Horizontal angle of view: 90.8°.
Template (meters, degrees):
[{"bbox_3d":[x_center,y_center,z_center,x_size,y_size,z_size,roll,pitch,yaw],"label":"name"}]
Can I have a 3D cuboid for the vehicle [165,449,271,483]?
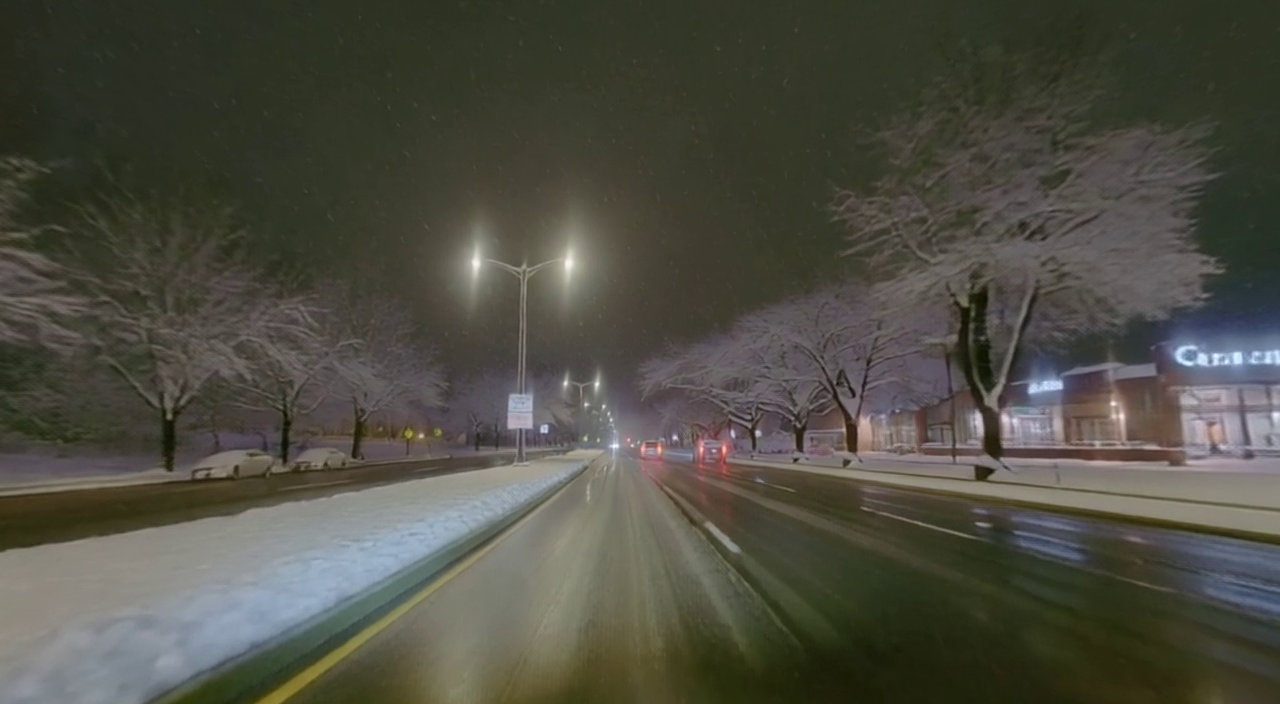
[{"bbox_3d":[-20.088,5.413,30.347,1.915,1.477,4.773,0,-8,-2],"label":"vehicle"}]

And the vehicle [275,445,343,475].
[{"bbox_3d":[-20.501,6.672,39.348,1.957,1.643,4.460,0,-7,-2],"label":"vehicle"}]
